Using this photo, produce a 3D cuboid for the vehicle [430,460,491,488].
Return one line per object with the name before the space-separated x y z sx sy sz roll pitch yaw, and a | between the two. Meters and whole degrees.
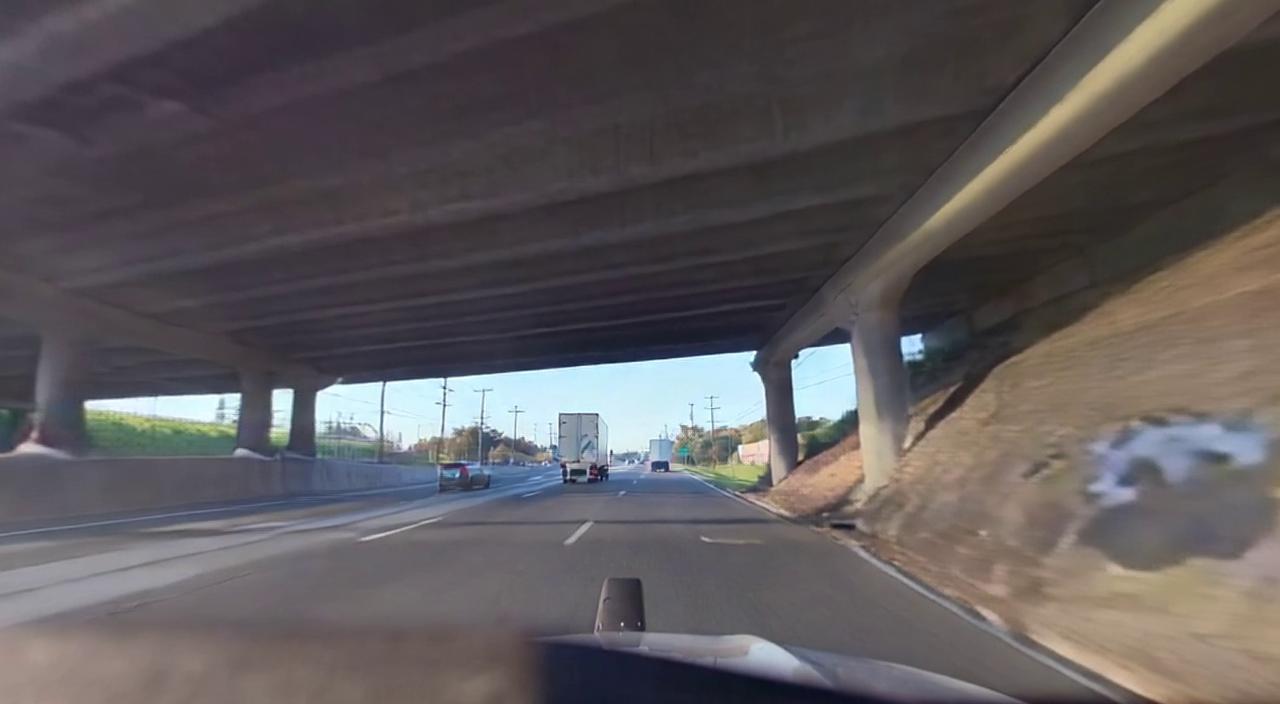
vehicle | -9.769 6.646 34.643 1.940 1.381 4.348 -1 -9 2
